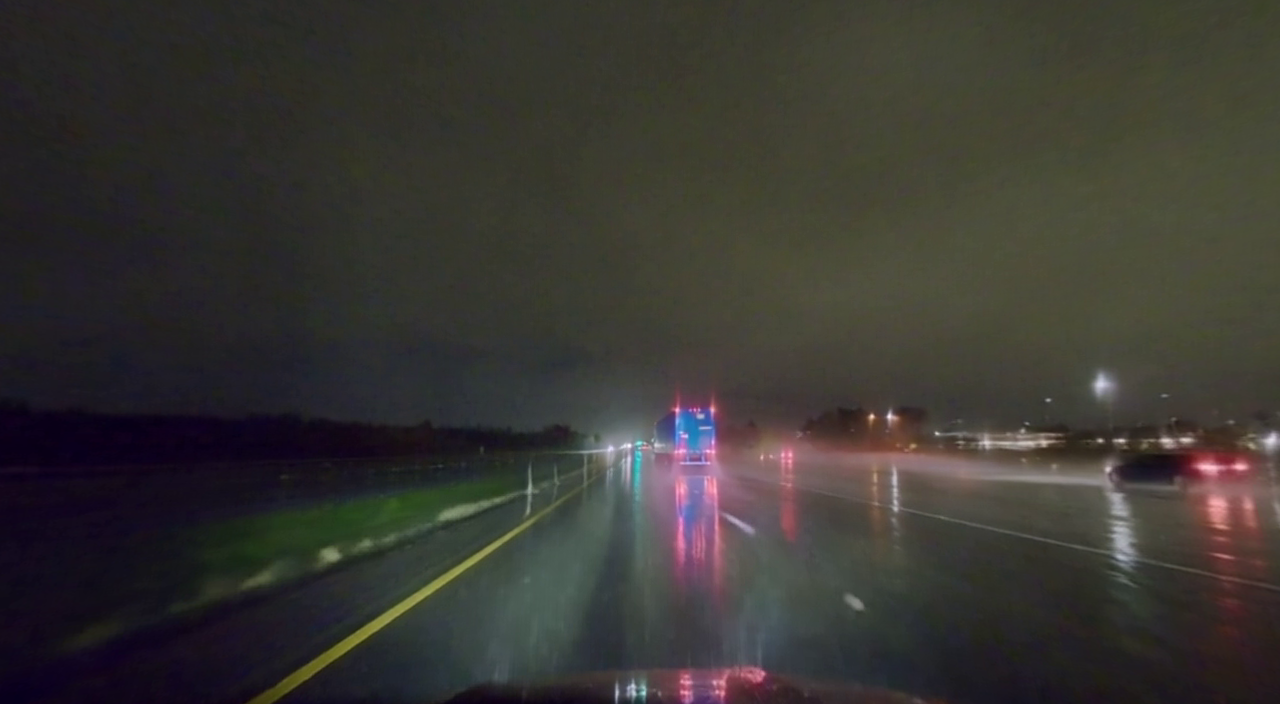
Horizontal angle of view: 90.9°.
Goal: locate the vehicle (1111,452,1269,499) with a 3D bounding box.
[{"bbox_3d":[19.349,4.315,22.439,1.836,1.499,3.936,1,-9,-6],"label":"vehicle"}]
